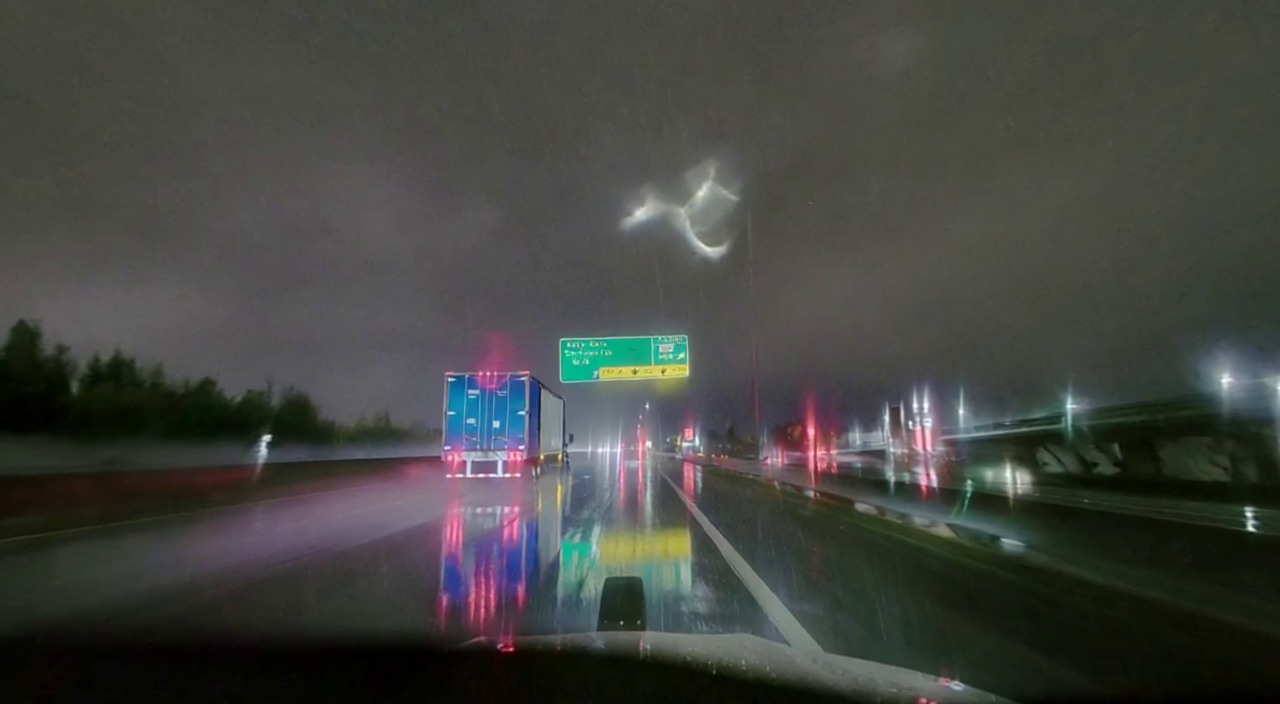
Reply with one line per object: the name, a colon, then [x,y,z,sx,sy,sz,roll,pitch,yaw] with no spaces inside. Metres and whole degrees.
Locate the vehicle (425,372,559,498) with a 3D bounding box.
vehicle: [-4.529,2.829,21.043,2.707,3.461,7.191,0,-9,0]
